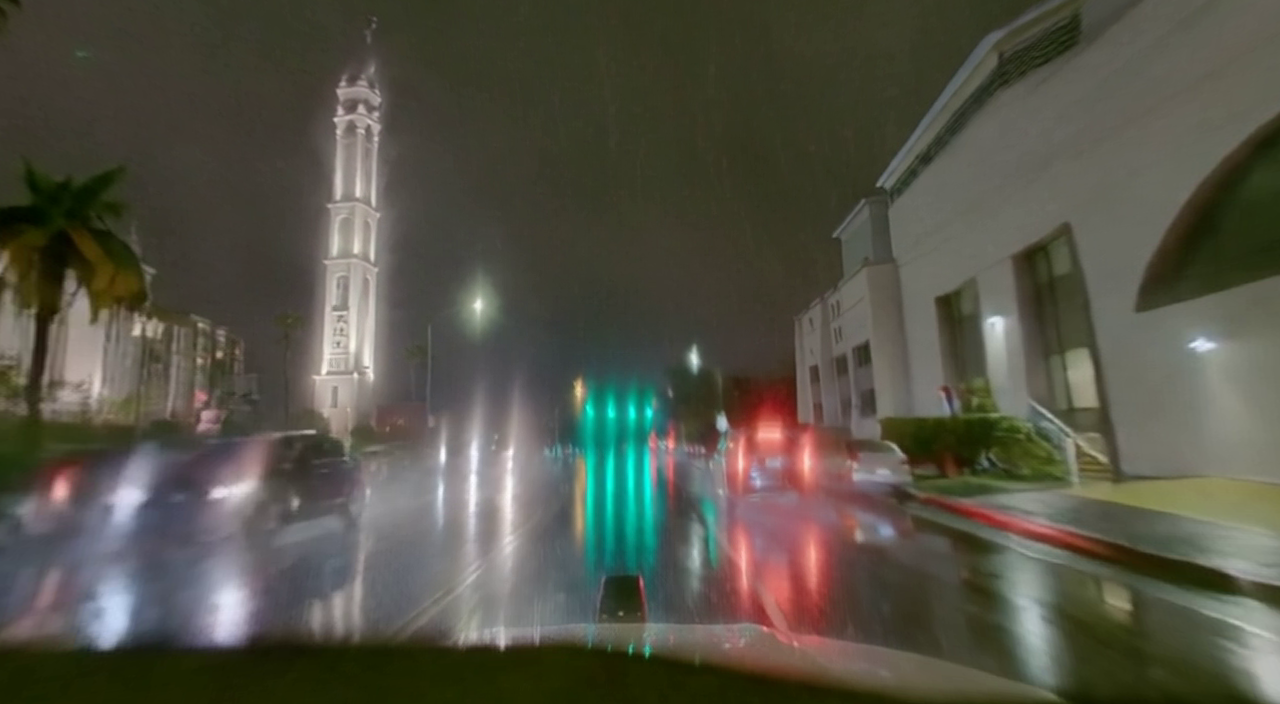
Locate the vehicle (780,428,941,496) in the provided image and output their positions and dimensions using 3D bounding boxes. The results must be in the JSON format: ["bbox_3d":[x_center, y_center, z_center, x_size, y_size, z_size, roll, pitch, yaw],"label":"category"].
[{"bbox_3d":[5.276,2.764,16.061,2.166,1.399,5.177,-1,-9,-1],"label":"vehicle"}]

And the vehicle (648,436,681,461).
[{"bbox_3d":[1.778,6.938,45.379,2.196,1.655,3.939,-1,-9,3],"label":"vehicle"}]

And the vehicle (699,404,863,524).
[{"bbox_3d":[2.414,2.108,12.130,1.995,1.858,4.333,0,-9,-2],"label":"vehicle"}]

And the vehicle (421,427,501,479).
[{"bbox_3d":[-8.465,4.871,30.375,2.100,2.227,5.094,-1,-9,3],"label":"vehicle"}]

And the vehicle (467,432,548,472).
[{"bbox_3d":[-5.318,4.141,26.098,2.153,1.469,4.939,-1,-9,2],"label":"vehicle"}]

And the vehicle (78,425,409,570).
[{"bbox_3d":[-5.568,2.106,9.851,2.171,1.676,4.523,-1,-9,1],"label":"vehicle"}]
